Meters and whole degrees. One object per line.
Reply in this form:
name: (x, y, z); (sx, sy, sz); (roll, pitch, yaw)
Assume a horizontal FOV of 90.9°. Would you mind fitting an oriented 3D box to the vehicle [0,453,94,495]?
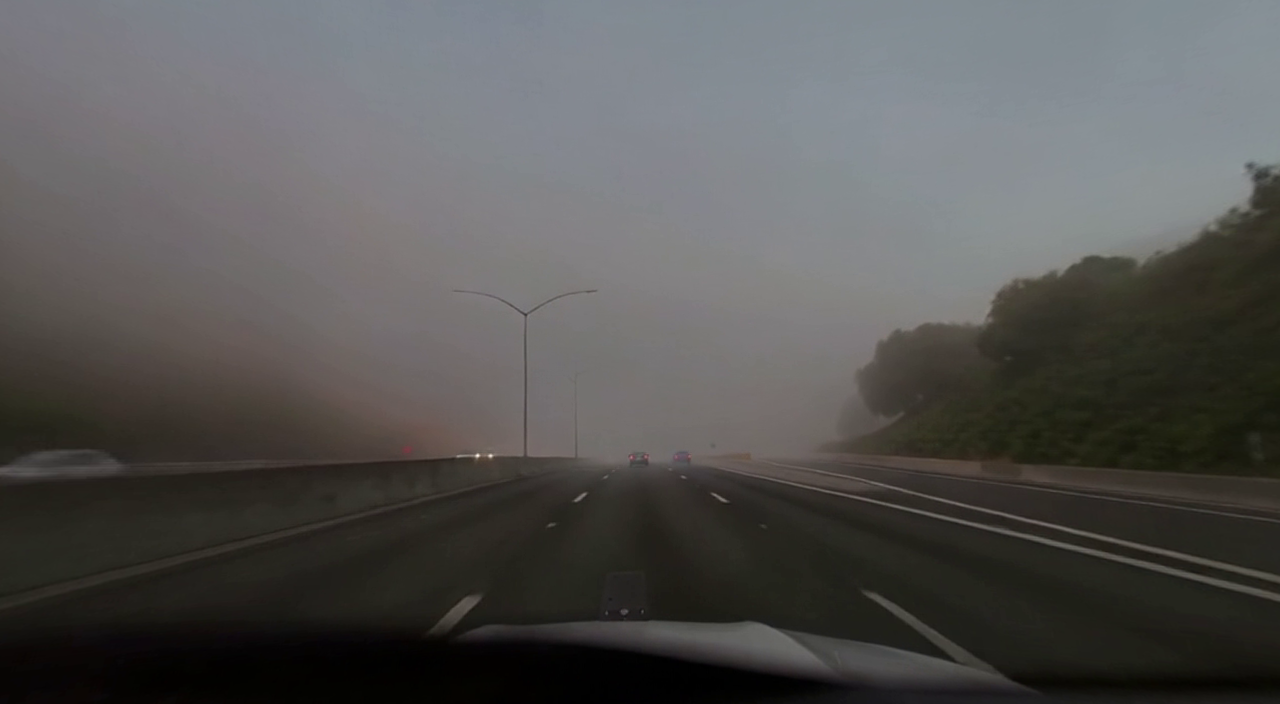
vehicle: (-24.329, 4.713, 24.588); (2.037, 1.483, 4.504); (0, -8, 0)
